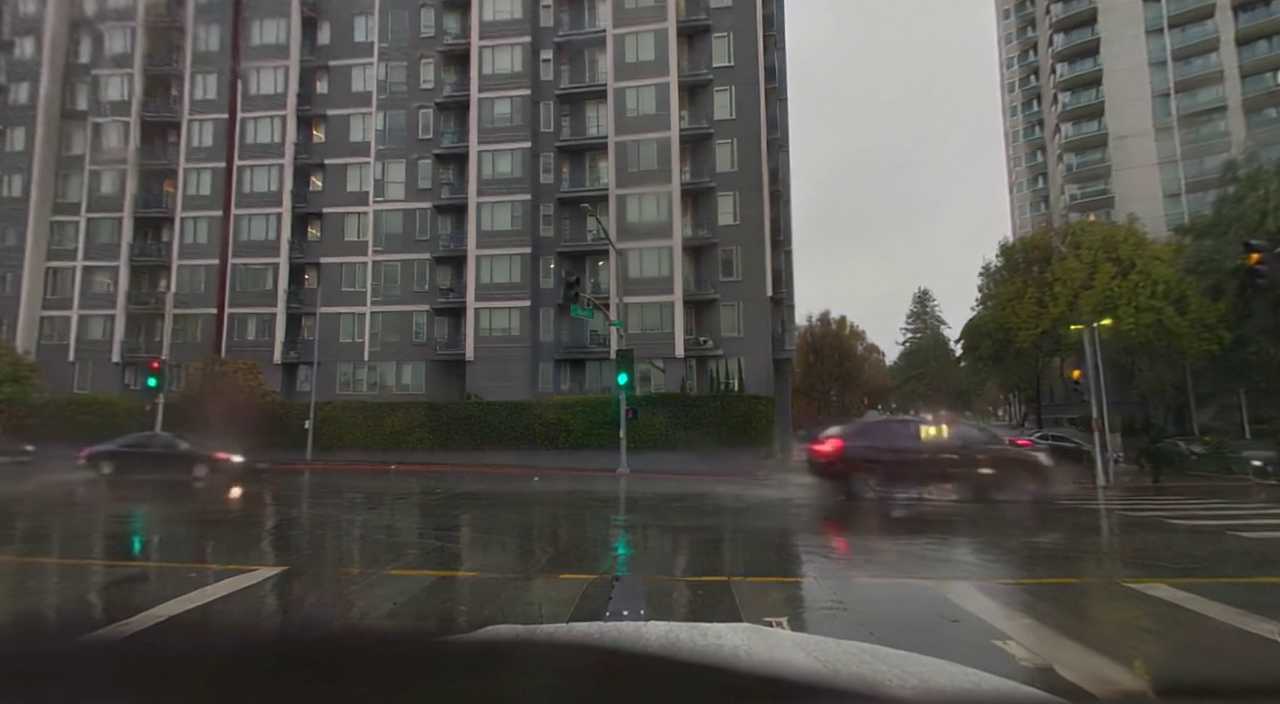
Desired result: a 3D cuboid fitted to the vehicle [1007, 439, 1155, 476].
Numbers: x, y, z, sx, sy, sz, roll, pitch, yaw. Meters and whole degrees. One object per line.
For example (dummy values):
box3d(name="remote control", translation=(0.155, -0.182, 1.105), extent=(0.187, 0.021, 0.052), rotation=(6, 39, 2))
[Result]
box3d(name="vehicle", translation=(18.566, 4.461, 26.692), extent=(4.823, 1.458, 1.914), rotation=(0, -9, -1))

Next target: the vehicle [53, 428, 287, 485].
box3d(name="vehicle", translation=(-12.525, 2.813, 17.077), extent=(4.747, 1.434, 1.960), rotation=(0, -9, 0))

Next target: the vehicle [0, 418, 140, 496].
box3d(name="vehicle", translation=(-14.410, 2.279, 13.815), extent=(5.203, 1.566, 1.977), rotation=(0, -9, 0))

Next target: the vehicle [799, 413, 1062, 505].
box3d(name="vehicle", translation=(6.162, 2.328, 13.886), extent=(4.724, 1.834, 2.068), rotation=(0, -9, 0))
